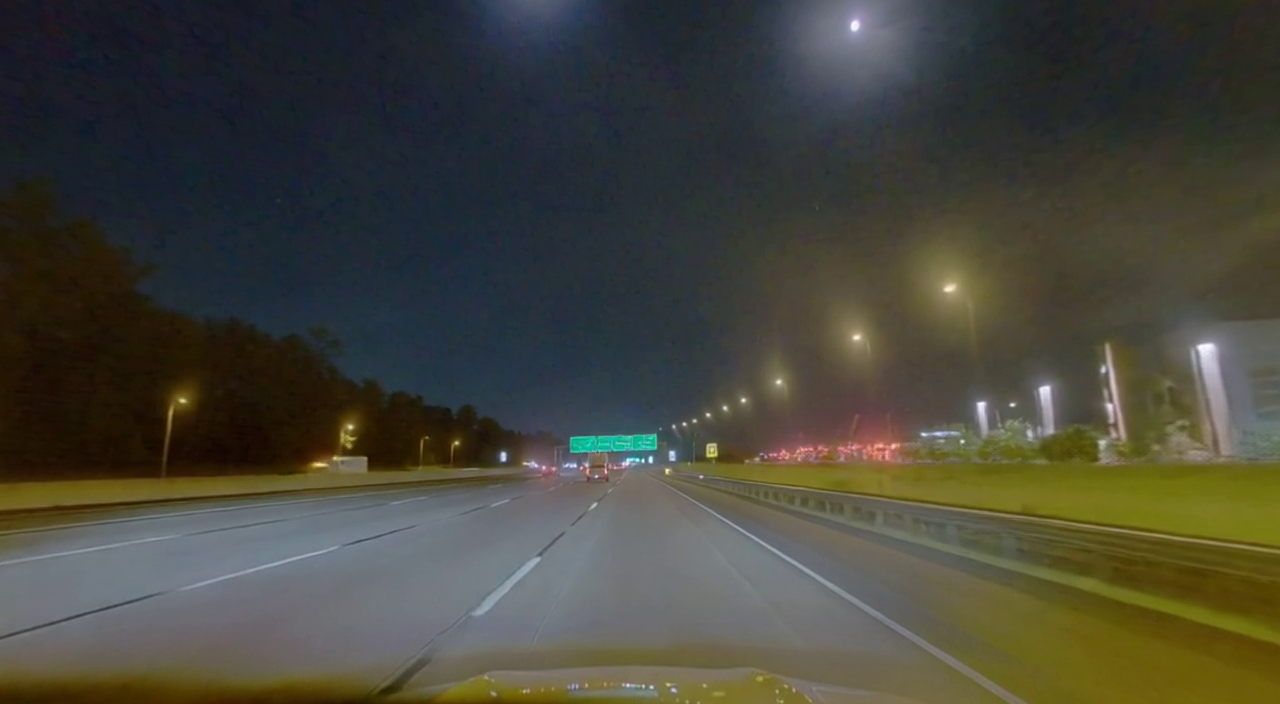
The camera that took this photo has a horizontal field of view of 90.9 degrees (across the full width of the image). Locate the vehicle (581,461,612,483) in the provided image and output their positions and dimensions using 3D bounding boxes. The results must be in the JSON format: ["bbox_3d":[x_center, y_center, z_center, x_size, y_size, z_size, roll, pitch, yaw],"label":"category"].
[{"bbox_3d":[-3.305,9.256,48.671,2.092,1.642,3.895,1,-10,-1],"label":"vehicle"}]

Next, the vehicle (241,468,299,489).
[{"bbox_3d":[-25.911,8.850,44.231,1.728,1.373,3.849,1,-11,-1],"label":"vehicle"}]
